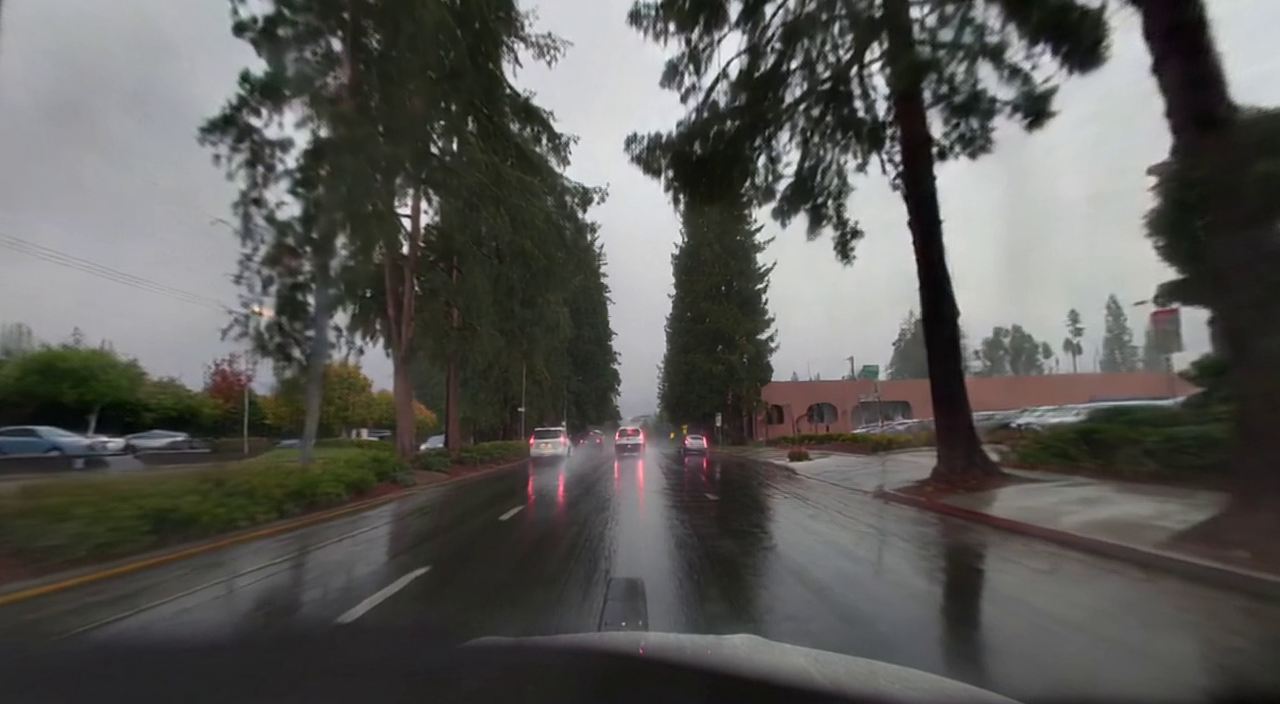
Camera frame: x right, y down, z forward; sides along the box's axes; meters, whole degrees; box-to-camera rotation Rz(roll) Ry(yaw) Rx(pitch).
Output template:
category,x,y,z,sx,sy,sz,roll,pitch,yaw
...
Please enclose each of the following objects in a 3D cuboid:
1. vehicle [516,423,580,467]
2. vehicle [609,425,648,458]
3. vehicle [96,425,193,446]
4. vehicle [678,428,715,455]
category,x,y,z,sx,sy,sz,roll,pitch,yaw
vehicle,-3.806,3.958,26.911,2.047,1.710,4.314,0,-8,1
vehicle,-0.621,4.928,34.749,2.022,1.700,4.084,0,-8,0
vehicle,-35.366,6.051,45.292,1.883,1.383,5.637,-1,-8,8
vehicle,3.462,5.590,39.277,1.847,1.554,4.052,0,-8,-1
